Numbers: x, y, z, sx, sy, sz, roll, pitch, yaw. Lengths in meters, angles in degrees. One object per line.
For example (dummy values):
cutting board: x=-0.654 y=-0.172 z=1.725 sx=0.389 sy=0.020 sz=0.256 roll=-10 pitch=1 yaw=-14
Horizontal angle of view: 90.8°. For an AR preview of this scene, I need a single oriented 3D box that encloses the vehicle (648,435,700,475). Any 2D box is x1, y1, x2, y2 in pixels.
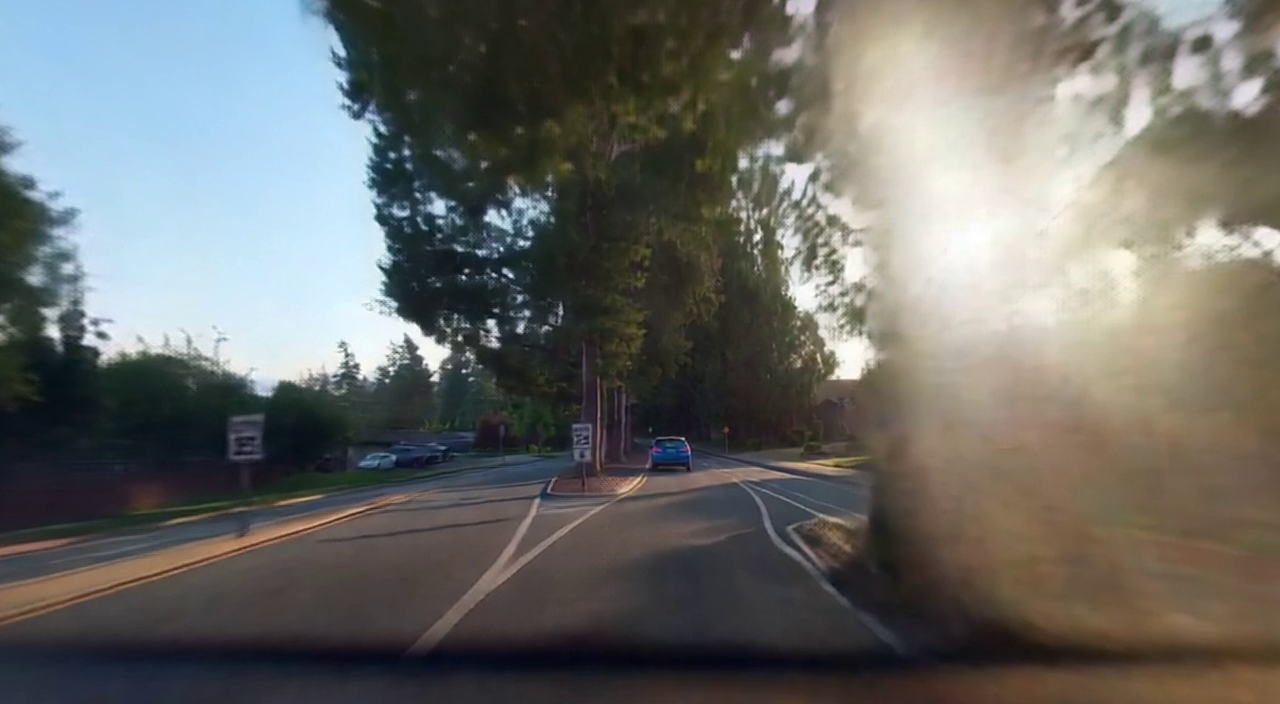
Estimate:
vehicle: x=1.511 y=4.764 z=29.316 sx=2.216 sy=1.708 sz=4.110 roll=0 pitch=-9 yaw=1
